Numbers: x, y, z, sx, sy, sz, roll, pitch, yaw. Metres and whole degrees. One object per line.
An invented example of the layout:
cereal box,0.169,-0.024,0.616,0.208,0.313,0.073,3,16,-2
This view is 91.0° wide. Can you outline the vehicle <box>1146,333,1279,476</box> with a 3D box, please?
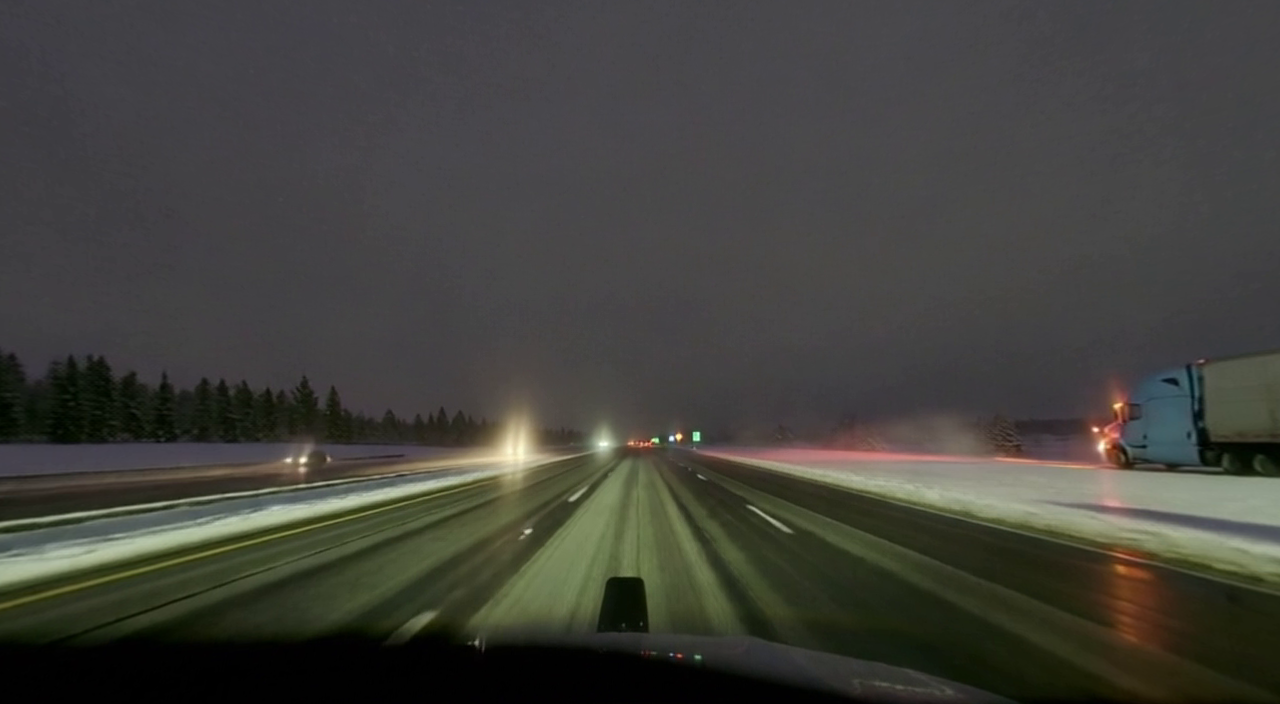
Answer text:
vehicle,20.807,1.022,14.776,2.836,4.027,14.280,3,-9,-19
